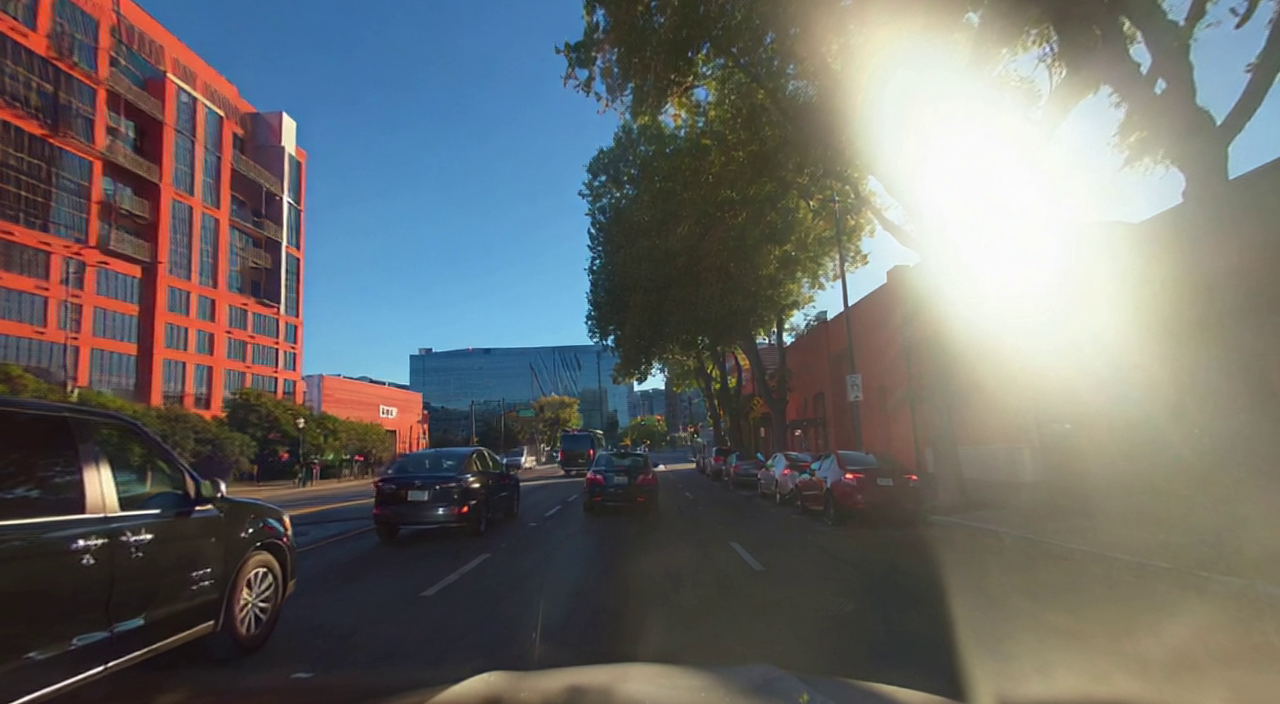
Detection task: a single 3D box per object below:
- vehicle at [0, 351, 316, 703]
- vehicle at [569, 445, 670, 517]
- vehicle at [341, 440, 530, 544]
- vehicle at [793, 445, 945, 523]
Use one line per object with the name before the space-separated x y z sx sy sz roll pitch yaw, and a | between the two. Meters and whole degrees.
vehicle | -3.727 0.893 2.658 2.140 1.768 4.685 0 -8 1
vehicle | -0.435 3.064 15.533 2.152 1.518 4.113 0 -8 0
vehicle | -3.519 2.474 11.887 1.995 1.554 4.426 0 -8 1
vehicle | 4.905 2.848 14.195 1.832 1.491 4.054 0 -8 -1
